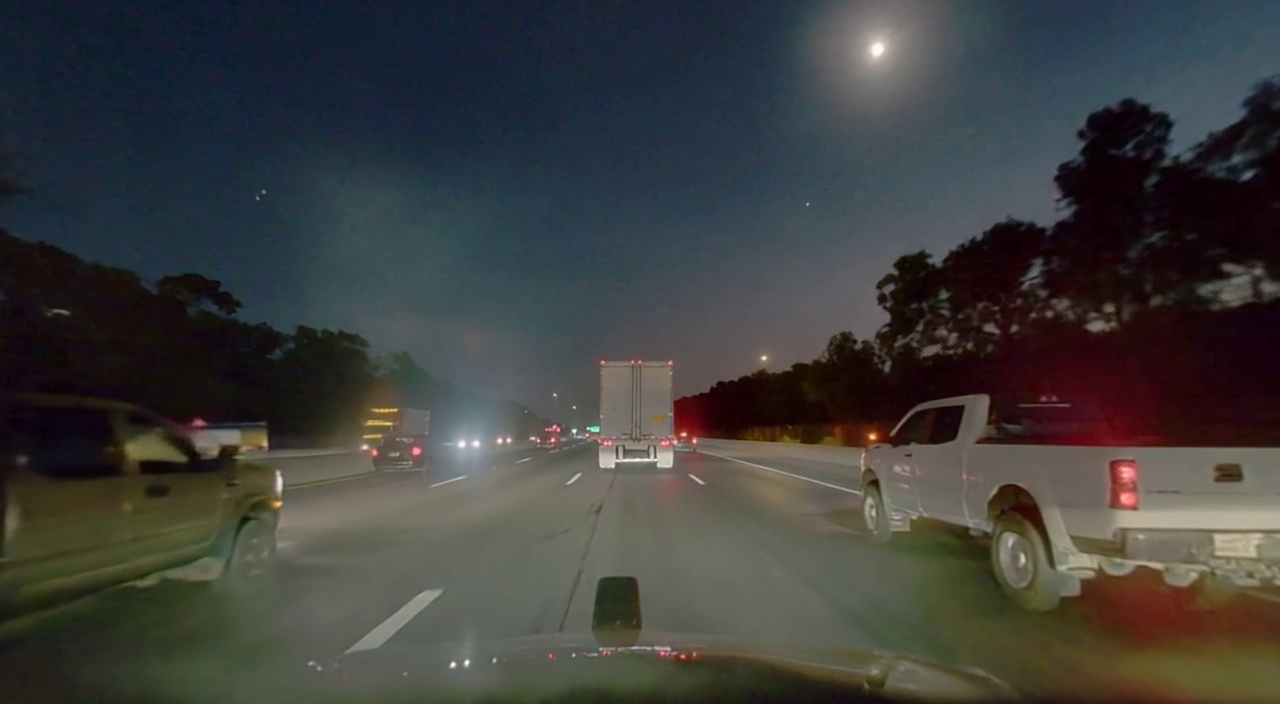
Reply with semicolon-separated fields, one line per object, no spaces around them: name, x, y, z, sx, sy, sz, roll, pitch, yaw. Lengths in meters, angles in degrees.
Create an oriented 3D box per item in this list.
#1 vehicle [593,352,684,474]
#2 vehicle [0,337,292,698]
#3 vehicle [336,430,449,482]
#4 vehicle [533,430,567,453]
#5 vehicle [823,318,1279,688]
vehicle;-0.346;2.663;25.526;2.904;3.915;10.473;0;-8;-3
vehicle;-4.206;0.857;3.411;2.134;1.752;4.375;0;-8;-1
vehicle;-7.848;3.316;20.403;2.059;1.500;4.001;0;-8;-1
vehicle;-6.777;6.784;47.581;2.134;1.650;4.133;0;-8;-2
vehicle;3.500;1.060;5.638;2.118;1.832;4.901;0;-8;-2
